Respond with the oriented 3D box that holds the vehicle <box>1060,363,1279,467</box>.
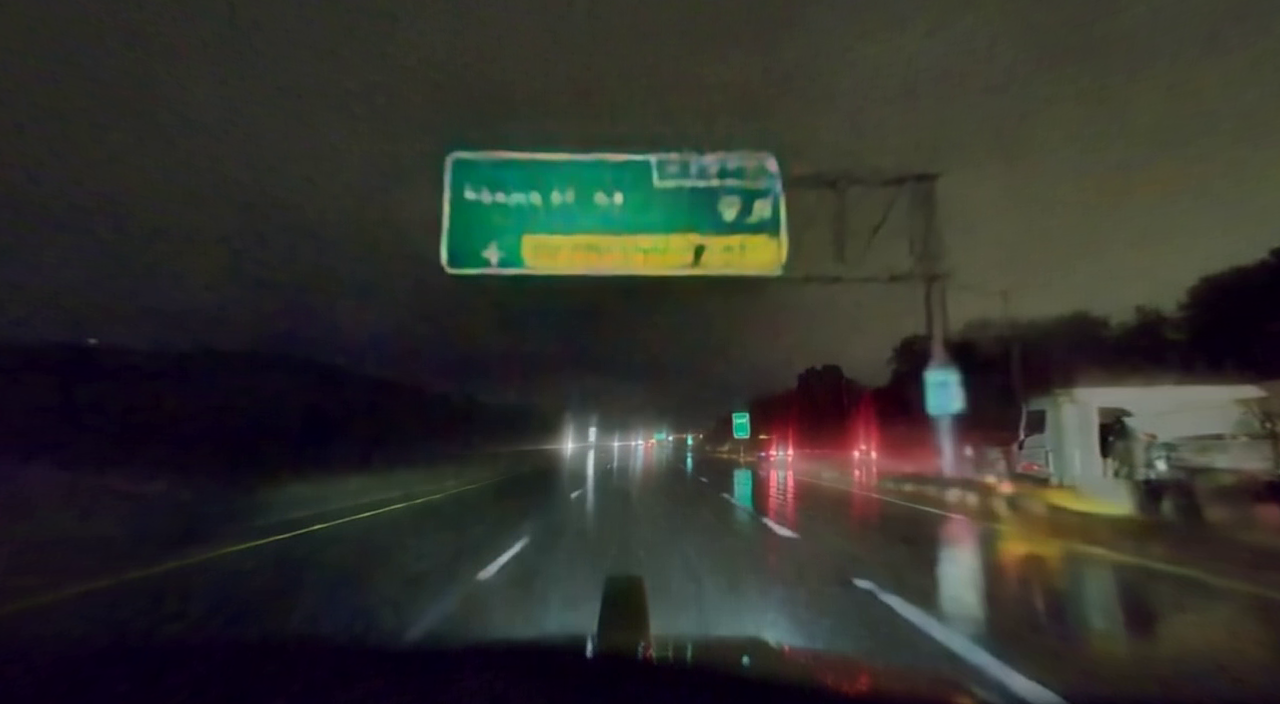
[{"bbox_3d":[25.853,2.669,25.992,2.836,4.027,14.280,4,-9,-27],"label":"vehicle"}]
